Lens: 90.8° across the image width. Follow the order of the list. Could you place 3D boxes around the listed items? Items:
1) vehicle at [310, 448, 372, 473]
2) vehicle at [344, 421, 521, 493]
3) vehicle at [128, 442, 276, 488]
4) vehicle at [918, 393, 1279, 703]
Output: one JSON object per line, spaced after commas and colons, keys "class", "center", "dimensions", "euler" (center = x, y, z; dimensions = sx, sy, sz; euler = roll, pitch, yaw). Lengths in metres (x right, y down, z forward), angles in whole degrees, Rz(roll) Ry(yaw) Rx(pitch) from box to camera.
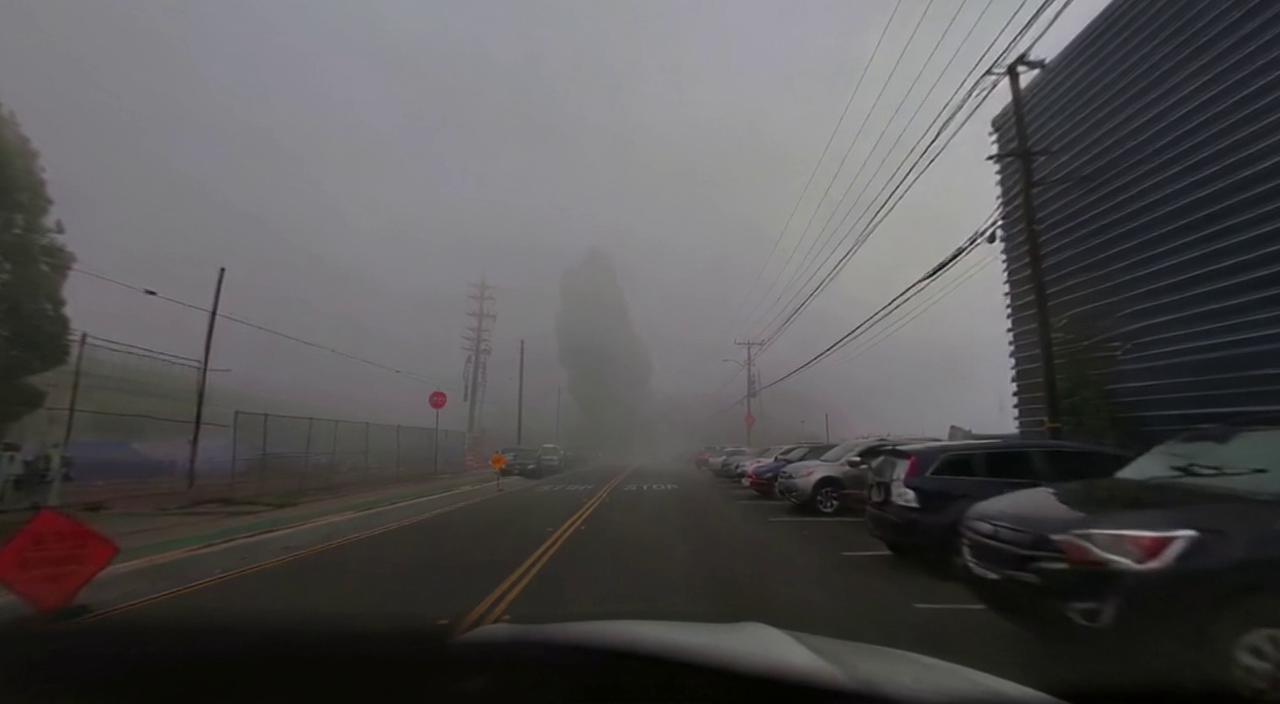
{"class": "vehicle", "center": [-19.046, 6.897, 40.480], "dimensions": [1.834, 1.459, 4.181], "euler": [0, -8, 2]}
{"class": "vehicle", "center": [-6.326, 3.269, 19.734], "dimensions": [4.727, 1.976, 1.970], "euler": [2, -10, 2]}
{"class": "vehicle", "center": [-15.643, 4.045, 22.958], "dimensions": [1.840, 1.477, 4.693], "euler": [-1, -8, 3]}
{"class": "vehicle", "center": [5.013, 1.128, 3.640], "dimensions": [5.762, 1.626, 2.184], "euler": [0, -8, 1]}
